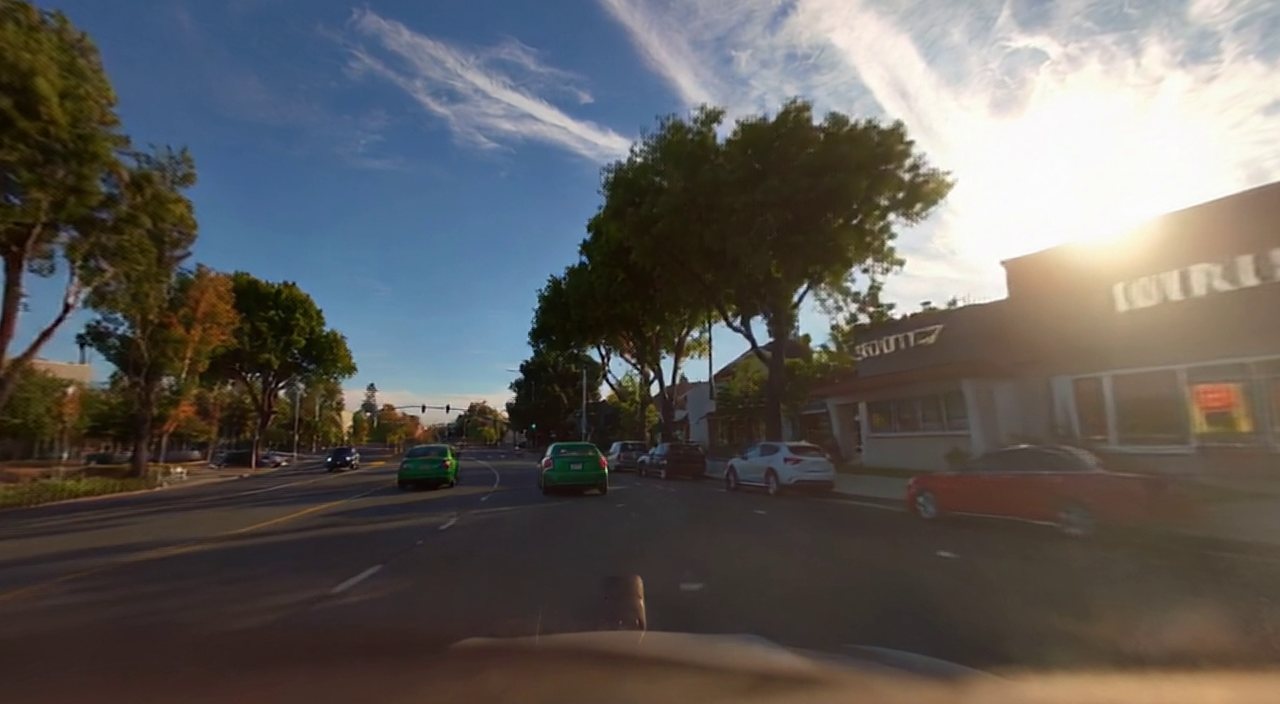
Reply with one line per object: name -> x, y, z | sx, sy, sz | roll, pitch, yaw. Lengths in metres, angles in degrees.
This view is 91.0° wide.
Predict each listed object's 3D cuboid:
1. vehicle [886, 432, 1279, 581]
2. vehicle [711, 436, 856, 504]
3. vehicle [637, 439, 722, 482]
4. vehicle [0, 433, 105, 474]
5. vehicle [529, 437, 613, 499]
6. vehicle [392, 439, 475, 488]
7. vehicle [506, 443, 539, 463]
vehicle -> 5.916, 1.901, 8.826 | 2.038, 1.446, 4.896 | 2, -9, -15
vehicle -> 3.599, 3.039, 16.727 | 1.905, 1.537, 4.276 | 2, -9, -16
vehicle -> 1.439, 4.251, 25.005 | 1.867, 1.489, 4.694 | 2, -9, -16
vehicle -> -36.307, 6.242, 38.806 | 2.430, 2.266, 6.029 | 3, -9, -13
vehicle -> -2.082, 3.190, 17.808 | 2.001, 1.483, 4.442 | 1, -9, -10
vehicle -> -6.933, 3.763, 21.650 | 2.105, 1.477, 4.857 | 2, -9, -11
vehicle -> -8.554, 7.264, 45.452 | 1.920, 1.416, 4.310 | 2, -9, -16
